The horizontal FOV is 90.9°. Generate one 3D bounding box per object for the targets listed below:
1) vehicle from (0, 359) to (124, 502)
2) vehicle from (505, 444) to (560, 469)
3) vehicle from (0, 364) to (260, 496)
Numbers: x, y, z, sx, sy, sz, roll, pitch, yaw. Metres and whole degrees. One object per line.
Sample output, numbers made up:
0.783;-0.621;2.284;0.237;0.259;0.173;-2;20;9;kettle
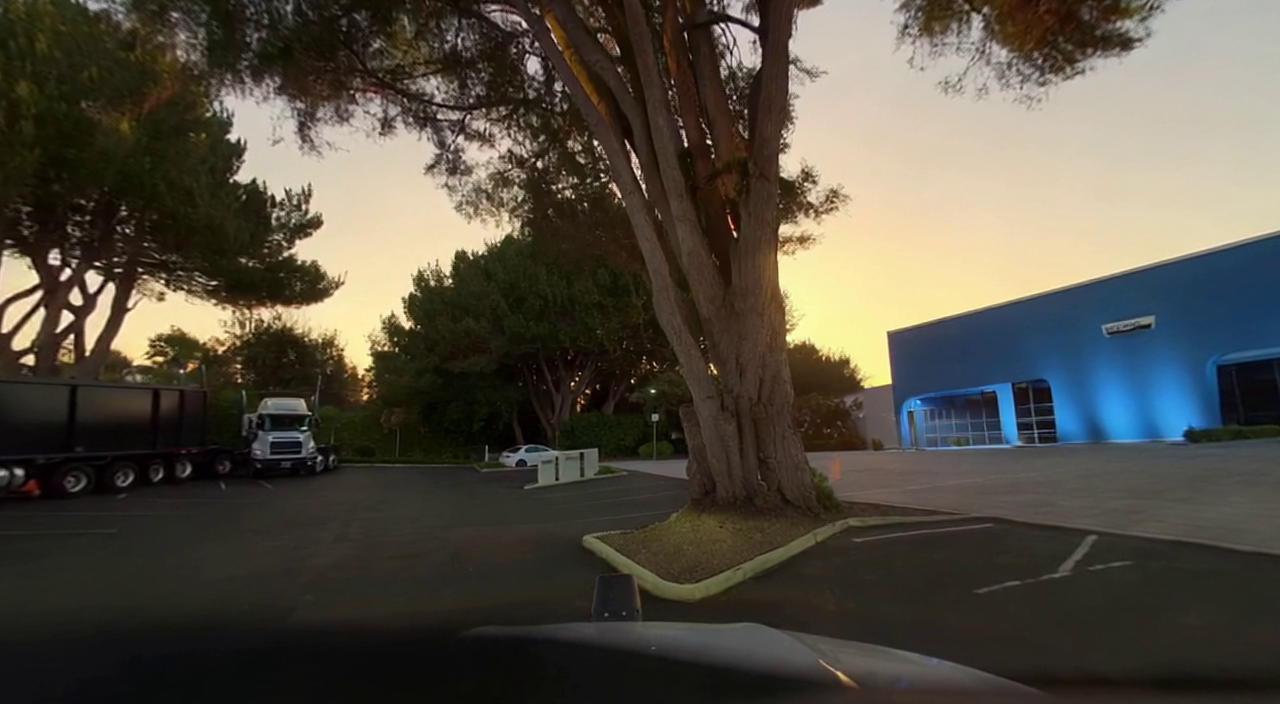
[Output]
-21.974;2.743;21.011;11.512;3.871;3.038;-5;-10;29;vehicle
-6.801;6.652;40.156;1.809;1.506;3.473;-4;-10;24;vehicle
-19.507;3.057;23.711;11.906;4.069;2.948;-5;-10;28;vehicle
